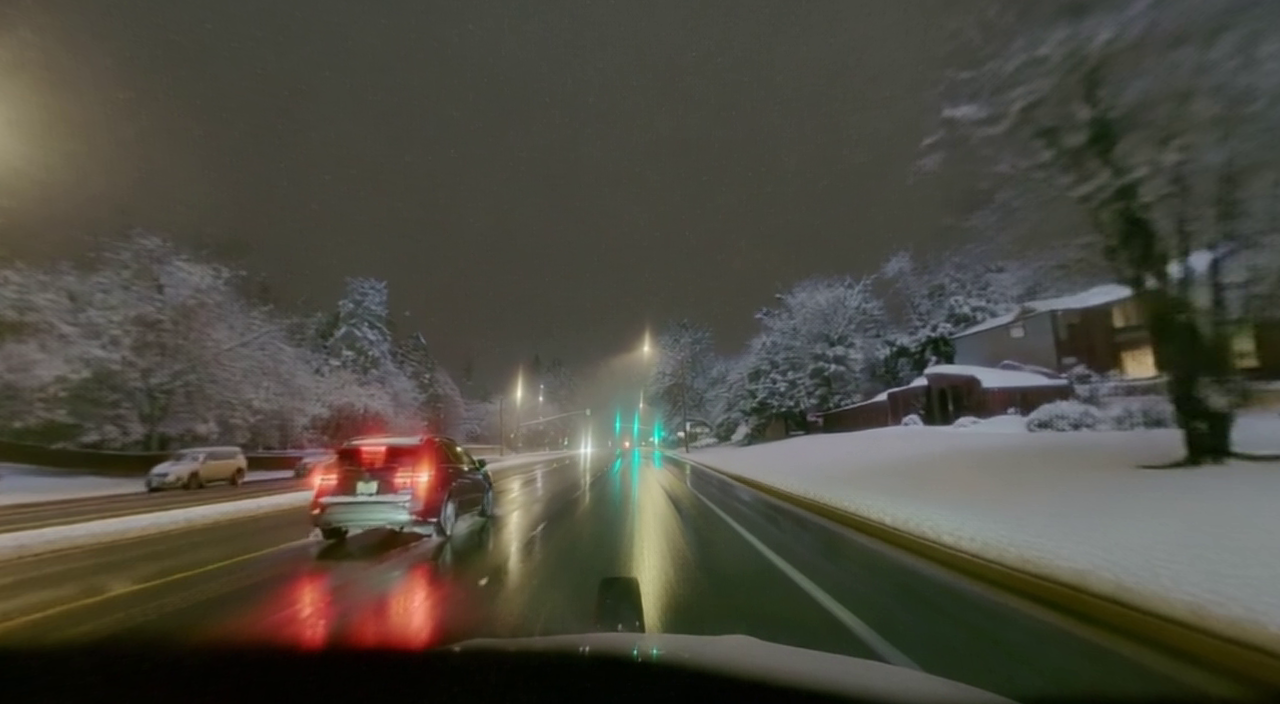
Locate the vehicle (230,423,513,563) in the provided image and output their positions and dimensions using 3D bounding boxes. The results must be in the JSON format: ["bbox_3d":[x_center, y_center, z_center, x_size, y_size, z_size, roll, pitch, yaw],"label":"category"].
[{"bbox_3d":[-3.387,1.878,9.286,2.020,1.478,4.890,0,-8,0],"label":"vehicle"}]

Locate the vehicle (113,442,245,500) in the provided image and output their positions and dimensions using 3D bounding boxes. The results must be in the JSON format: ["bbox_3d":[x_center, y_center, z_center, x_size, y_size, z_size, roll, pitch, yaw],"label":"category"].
[{"bbox_3d":[-17.660,4.509,24.505,1.996,1.675,4.437,-4,-6,-3],"label":"vehicle"}]
